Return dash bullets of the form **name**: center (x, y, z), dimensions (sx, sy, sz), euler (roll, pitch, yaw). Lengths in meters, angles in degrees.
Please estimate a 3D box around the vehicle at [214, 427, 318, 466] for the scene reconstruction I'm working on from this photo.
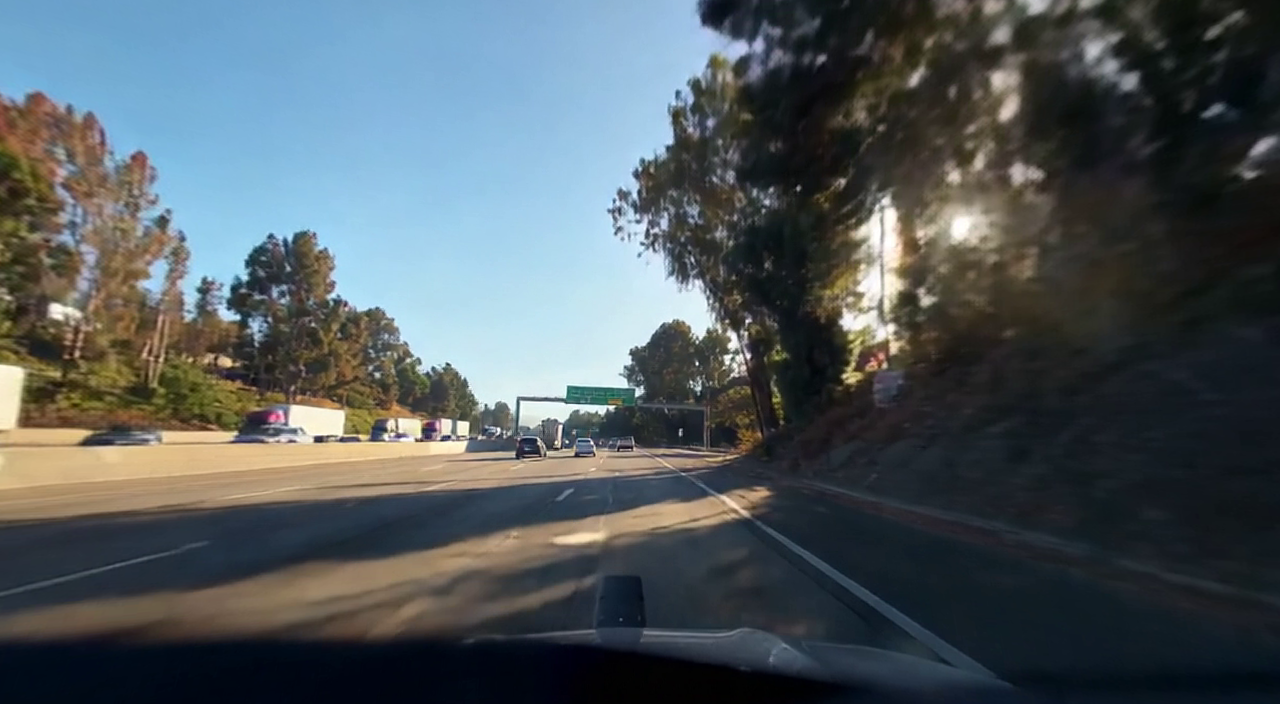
- **vehicle**: center (-17.955, 4.536, 30.598), dimensions (2.070, 1.725, 4.946), euler (0, -8, -1)

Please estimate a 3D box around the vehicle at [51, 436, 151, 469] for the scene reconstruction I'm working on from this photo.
- **vehicle**: center (-25.566, 4.746, 30.049), dimensions (1.694, 1.429, 3.479), euler (0, -8, -1)

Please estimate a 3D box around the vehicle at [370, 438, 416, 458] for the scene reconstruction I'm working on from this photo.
- **vehicle**: center (-18.981, 7.372, 48.626), dimensions (1.896, 1.425, 4.391), euler (0, -8, -1)

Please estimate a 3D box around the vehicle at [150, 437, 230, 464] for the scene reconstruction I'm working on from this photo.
- **vehicle**: center (-25.866, 5.663, 36.398), dimensions (1.741, 1.455, 3.896), euler (0, -8, 0)

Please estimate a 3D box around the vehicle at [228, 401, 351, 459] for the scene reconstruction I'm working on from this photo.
- **vehicle**: center (-26.118, 6.005, 48.020), dimensions (2.922, 3.800, 11.932), euler (0, -8, -2)
